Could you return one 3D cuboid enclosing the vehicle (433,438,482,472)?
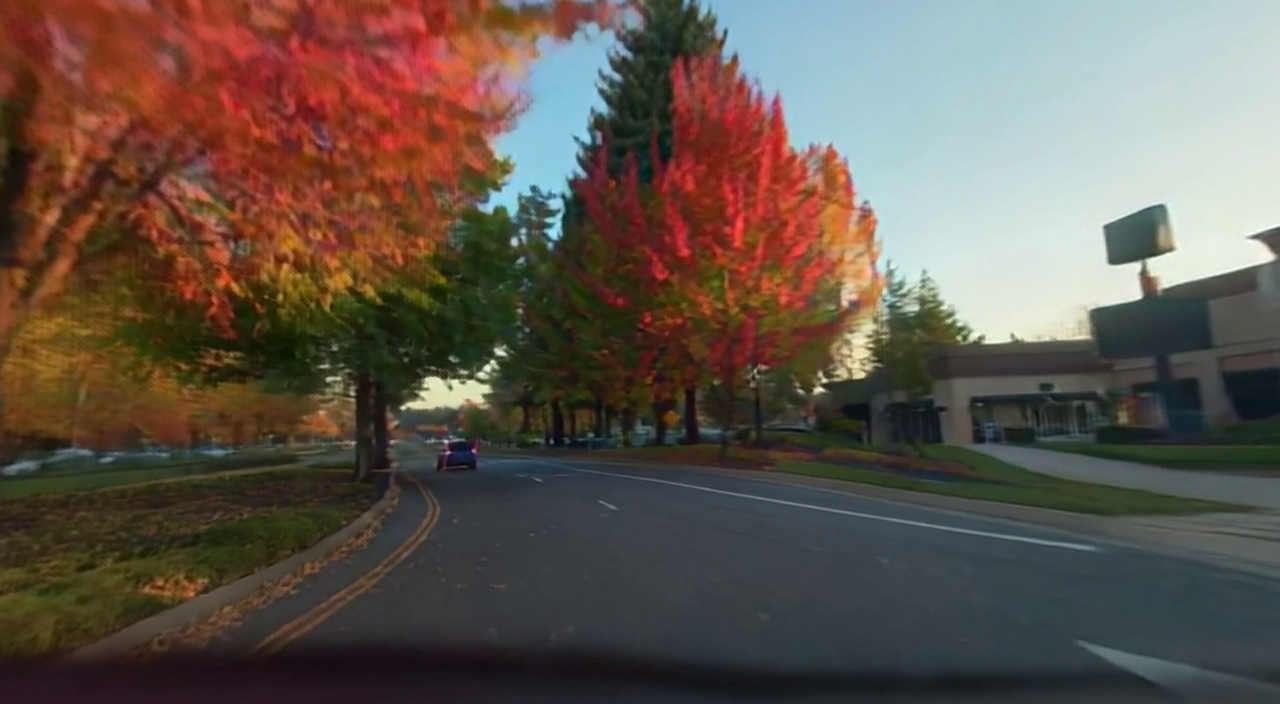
[{"bbox_3d":[-10.577,5.860,36.221,2.146,1.814,5.110,3,-9,-21],"label":"vehicle"}]
